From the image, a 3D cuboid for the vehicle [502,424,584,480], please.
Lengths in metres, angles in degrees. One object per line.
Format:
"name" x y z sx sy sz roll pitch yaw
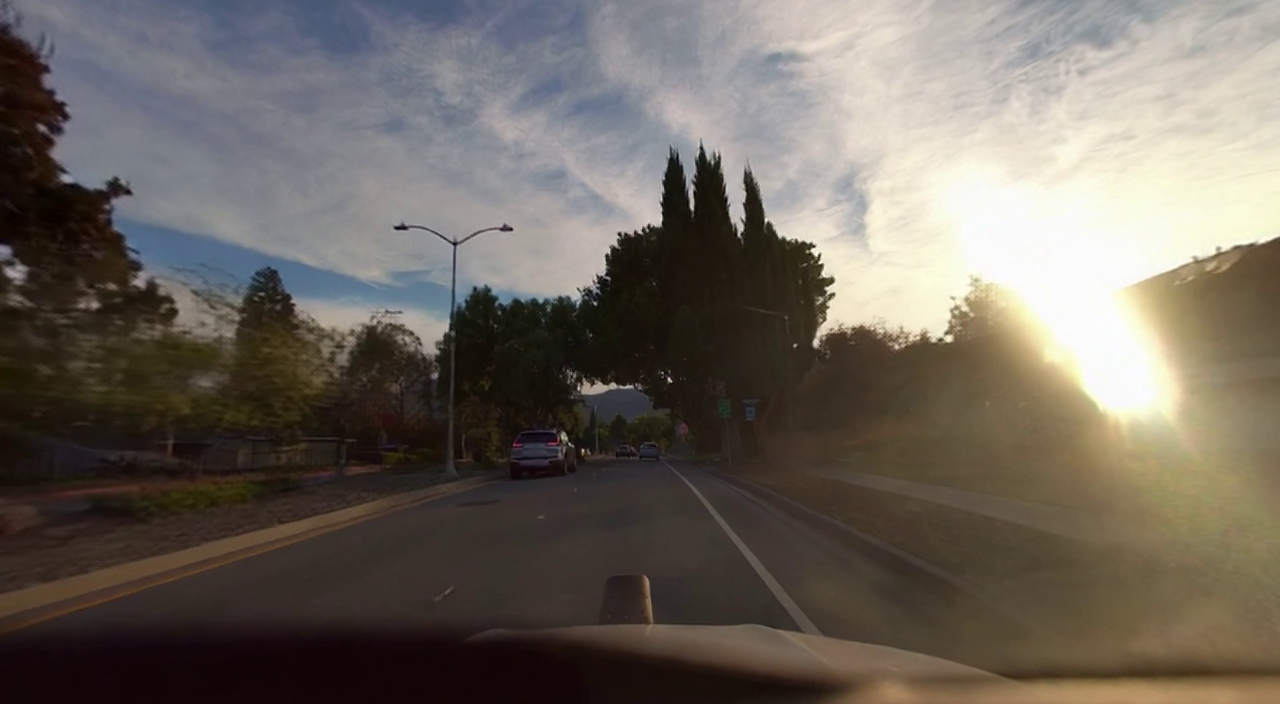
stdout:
"vehicle" -3.260 3.471 22.217 2.073 1.770 4.302 0 -8 2
